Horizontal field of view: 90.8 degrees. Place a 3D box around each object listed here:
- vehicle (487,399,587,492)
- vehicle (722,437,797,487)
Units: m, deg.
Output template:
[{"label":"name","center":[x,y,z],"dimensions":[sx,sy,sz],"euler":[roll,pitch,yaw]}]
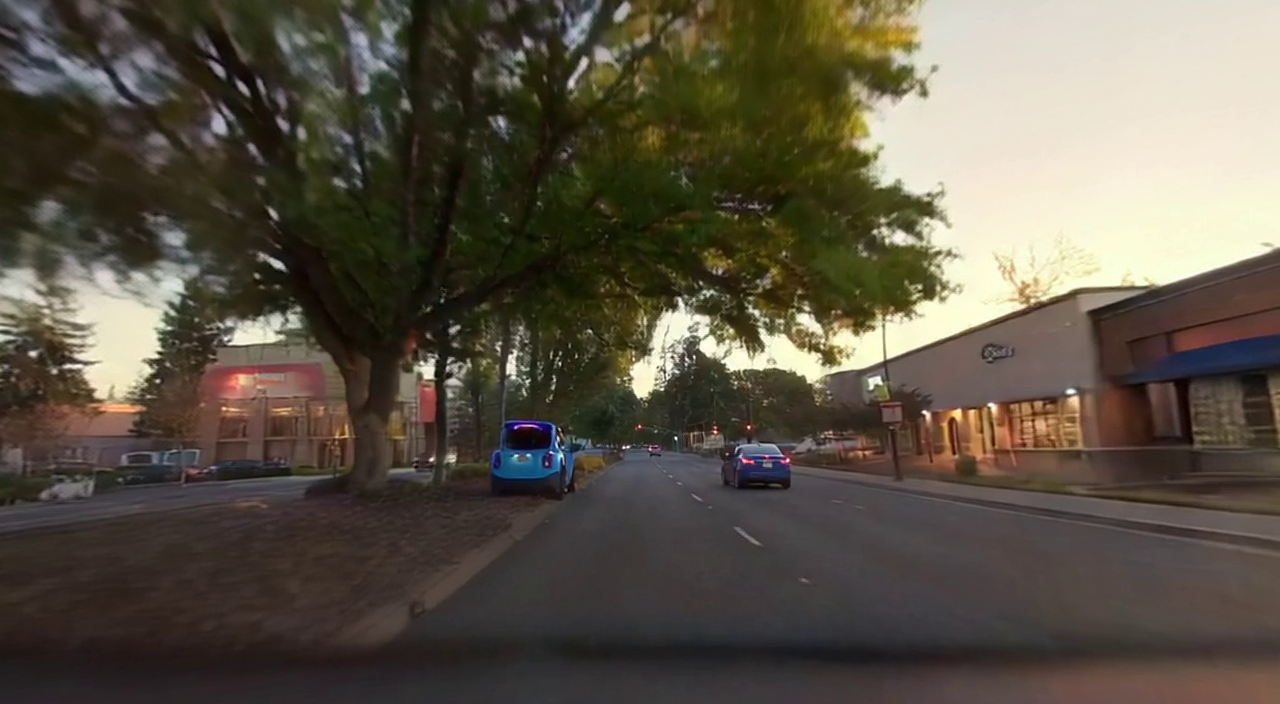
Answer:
[{"label":"vehicle","center":[-3.375,3.286,22.178],"dimensions":[2.443,2.784,5.862],"euler":[0,-9,1]},{"label":"vehicle","center":[4.311,4.042,23.448],"dimensions":[1.869,1.646,4.166],"euler":[0,-9,-2]}]
